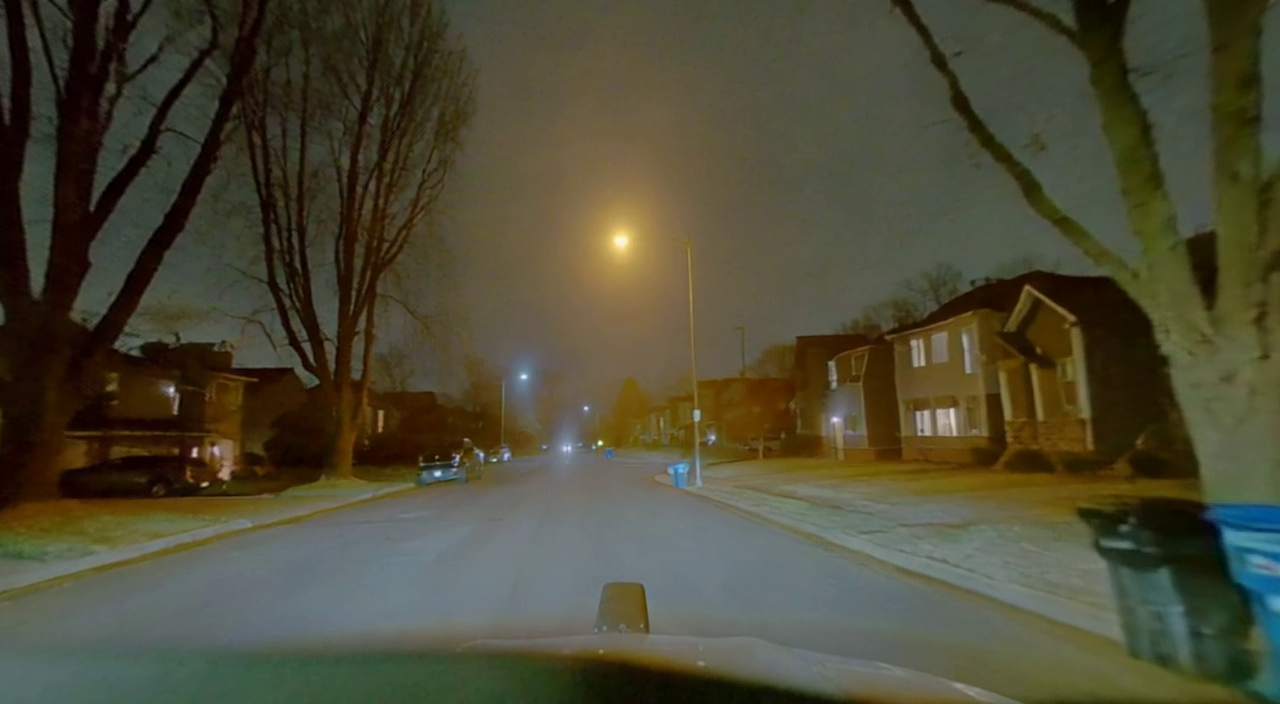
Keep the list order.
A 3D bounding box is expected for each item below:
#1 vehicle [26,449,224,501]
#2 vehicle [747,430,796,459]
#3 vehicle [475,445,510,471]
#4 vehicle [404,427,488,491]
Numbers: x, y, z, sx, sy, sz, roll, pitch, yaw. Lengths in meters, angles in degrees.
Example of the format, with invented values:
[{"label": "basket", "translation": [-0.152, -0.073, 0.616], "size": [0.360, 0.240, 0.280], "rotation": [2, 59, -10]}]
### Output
[{"label": "vehicle", "translation": [-16.694, 4.010, 20.677], "size": [4.617, 1.491, 1.953], "rotation": [-1, -10, -5]}, {"label": "vehicle", "translation": [8.997, 6.337, 43.476], "size": [1.936, 1.687, 4.714], "rotation": [-4, -7, -5]}, {"label": "vehicle", "translation": [-10.631, 7.622, 45.622], "size": [1.945, 1.530, 4.430], "rotation": [-4, -6, -8]}, {"label": "vehicle", "translation": [-8.522, 4.657, 28.354], "size": [2.223, 2.115, 5.707], "rotation": [6, -5, -4]}]
